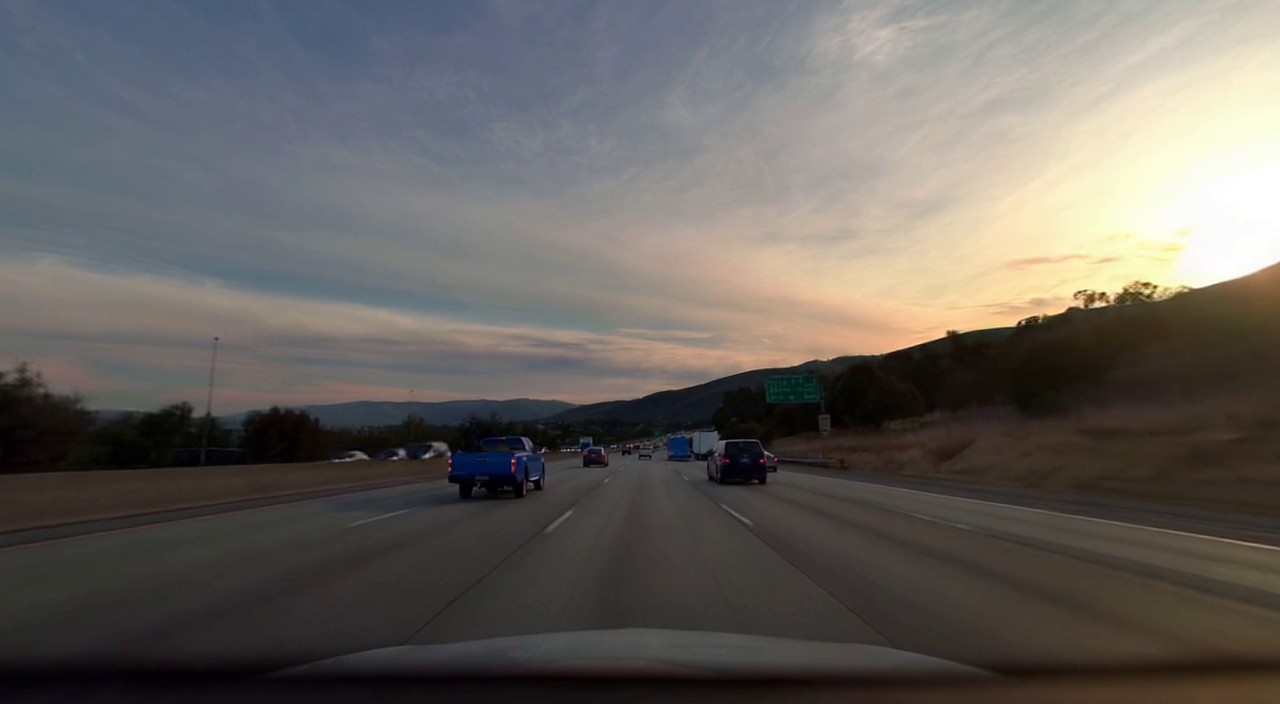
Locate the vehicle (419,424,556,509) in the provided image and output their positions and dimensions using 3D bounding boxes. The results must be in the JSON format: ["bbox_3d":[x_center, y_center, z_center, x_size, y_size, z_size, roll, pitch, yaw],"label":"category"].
[{"bbox_3d":[-3.697,2.881,16.475,2.227,1.853,5.161,0,-8,1],"label":"vehicle"}]

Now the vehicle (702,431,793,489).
[{"bbox_3d":[3.938,4.089,24.346,2.424,1.952,5.611,0,-8,-1],"label":"vehicle"}]

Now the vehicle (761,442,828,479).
[{"bbox_3d":[7.659,5.388,31.759,2.104,1.724,4.701,0,-8,-1],"label":"vehicle"}]

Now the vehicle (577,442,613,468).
[{"bbox_3d":[-3.225,7.480,46.246,2.235,1.785,4.386,0,-8,1],"label":"vehicle"}]

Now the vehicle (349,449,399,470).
[{"bbox_3d":[-21.029,8.489,49.998,1.873,1.490,4.725,0,-8,0],"label":"vehicle"}]
